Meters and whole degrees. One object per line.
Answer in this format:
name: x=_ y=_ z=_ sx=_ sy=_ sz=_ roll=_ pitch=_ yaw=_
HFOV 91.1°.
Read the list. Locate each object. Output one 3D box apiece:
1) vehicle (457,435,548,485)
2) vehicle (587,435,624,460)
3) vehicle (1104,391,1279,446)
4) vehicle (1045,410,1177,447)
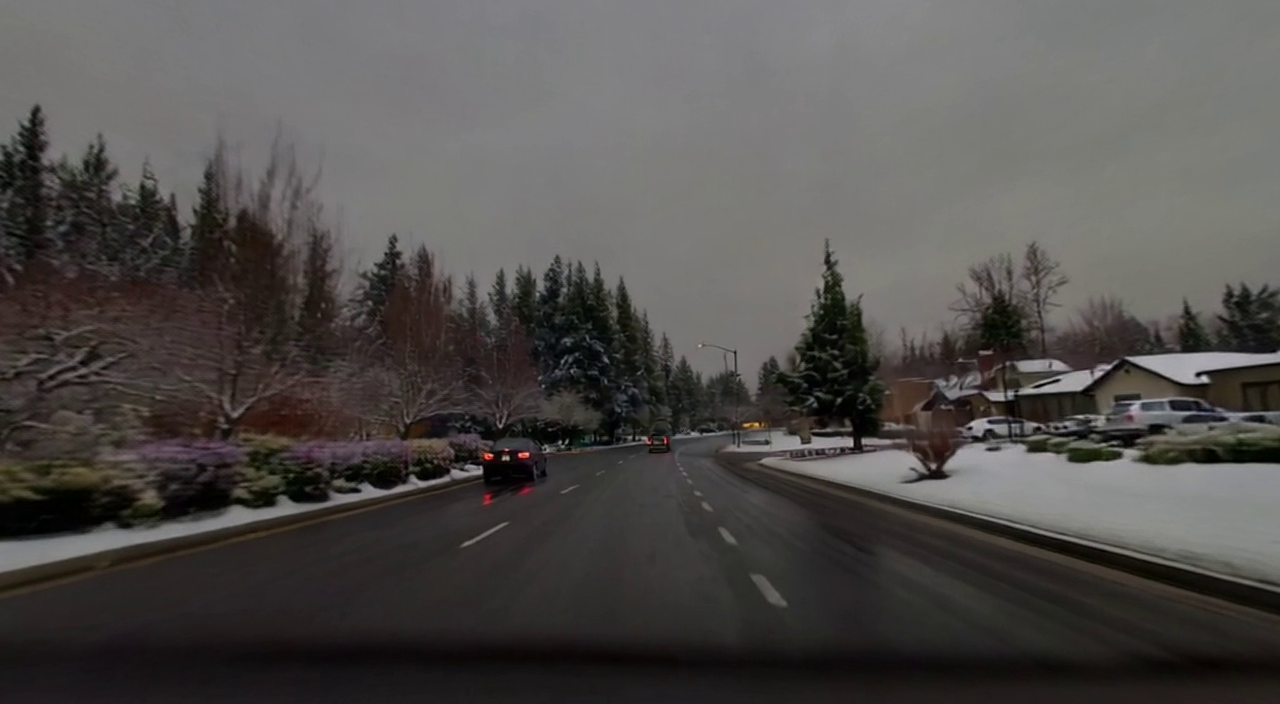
vehicle: x=-4.411 y=3.550 z=20.952 sx=2.036 sy=1.478 sz=4.508 roll=0 pitch=-8 yaw=0
vehicle: x=-2.538 y=7.247 z=47.698 sx=2.188 sy=1.819 sz=4.667 roll=-1 pitch=-8 yaw=4
vehicle: x=21.211 y=2.593 z=24.056 sx=5.294 sy=1.978 sz=2.201 roll=1 pitch=-8 yaw=-7
vehicle: x=21.555 y=3.531 z=28.876 sx=4.366 sy=1.617 sz=2.096 roll=0 pitch=-8 yaw=0
